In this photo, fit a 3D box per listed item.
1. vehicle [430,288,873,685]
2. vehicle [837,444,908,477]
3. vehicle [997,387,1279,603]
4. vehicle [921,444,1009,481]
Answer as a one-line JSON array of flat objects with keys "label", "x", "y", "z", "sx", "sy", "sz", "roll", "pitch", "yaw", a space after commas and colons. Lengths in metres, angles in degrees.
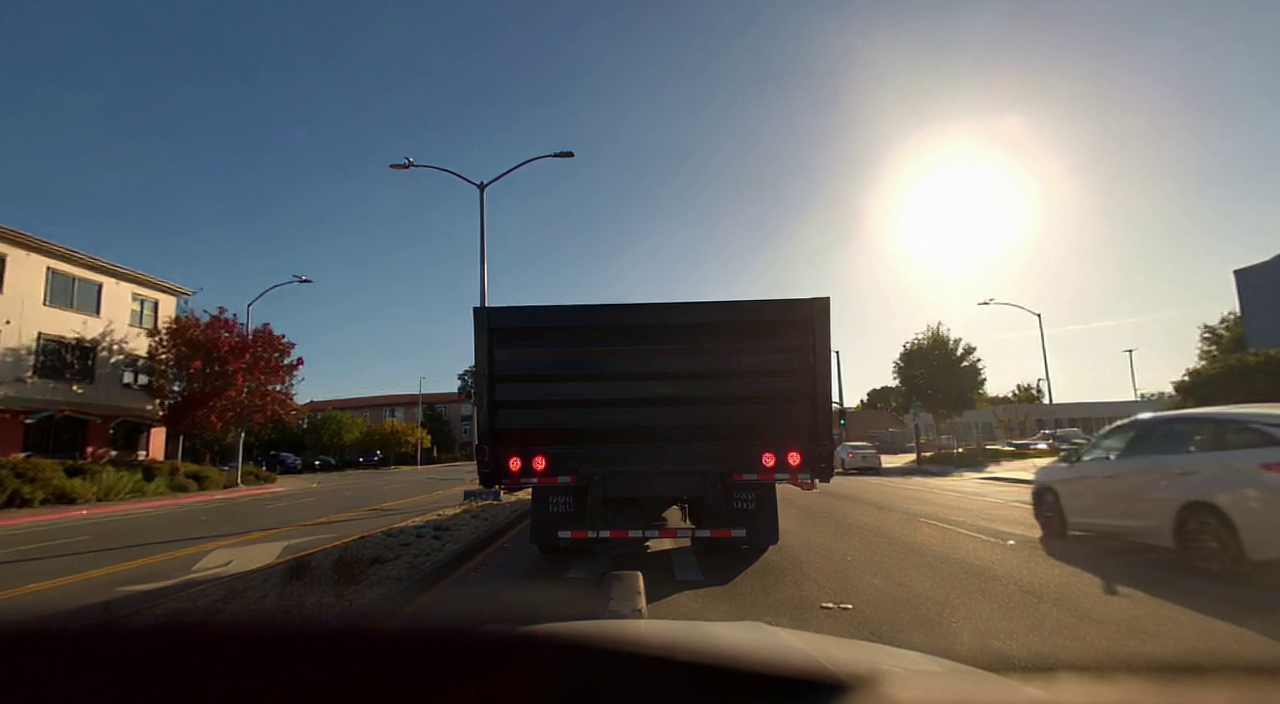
[{"label": "vehicle", "x": 0.213, "y": 1.297, "z": 7.402, "sx": 2.650, "sy": 2.391, "sz": 7.008, "roll": -1, "pitch": -8, "yaw": 3}, {"label": "vehicle", "x": 11.013, "y": 5.144, "z": 30.173, "sx": 1.907, "sy": 1.465, "sz": 4.077, "roll": -1, "pitch": -8, "yaw": 1}, {"label": "vehicle", "x": 6.703, "y": 1.484, "z": 7.221, "sx": 2.363, "sy": 1.825, "sz": 4.989, "roll": -1, "pitch": -8, "yaw": 1}, {"label": "vehicle", "x": 14.159, "y": 4.805, "z": 27.755, "sx": 1.777, "sy": 1.488, "sz": 4.081, "roll": -1, "pitch": -8, "yaw": 1}]
